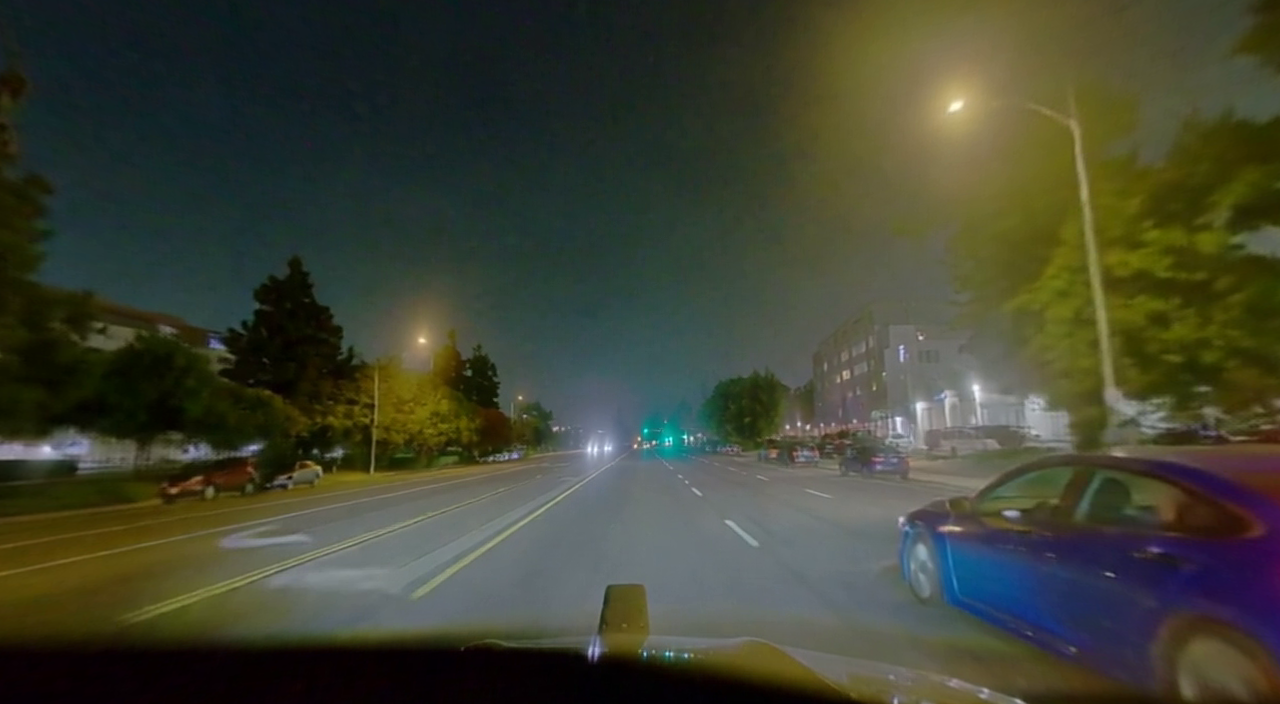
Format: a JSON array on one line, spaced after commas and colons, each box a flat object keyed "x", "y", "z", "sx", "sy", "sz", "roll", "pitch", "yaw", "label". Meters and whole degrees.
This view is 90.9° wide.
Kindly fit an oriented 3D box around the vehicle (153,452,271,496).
[{"x": -18.633, "y": 5.298, "z": 27.792, "sx": 1.993, "sy": 1.686, "sz": 4.698, "roll": 0, "pitch": -8, "yaw": -2, "label": "vehicle"}]

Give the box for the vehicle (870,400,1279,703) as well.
[{"x": 3.109, "y": 1.067, "z": 3.253, "sx": 2.141, "sy": 1.443, "sz": 4.499, "roll": 0, "pitch": -8, "yaw": 0, "label": "vehicle"}]

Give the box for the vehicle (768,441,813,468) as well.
[{"x": 9.783, "y": 6.671, "z": 41.206, "sx": 1.889, "sy": 1.629, "sz": 4.072, "roll": 0, "pitch": -8, "yaw": 0, "label": "vehicle"}]

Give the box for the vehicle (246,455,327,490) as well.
[{"x": -18.507, "y": 6.273, "z": 33.211, "sx": 1.828, "sy": 1.457, "sz": 4.292, "roll": -3, "pitch": -7, "yaw": 0, "label": "vehicle"}]
